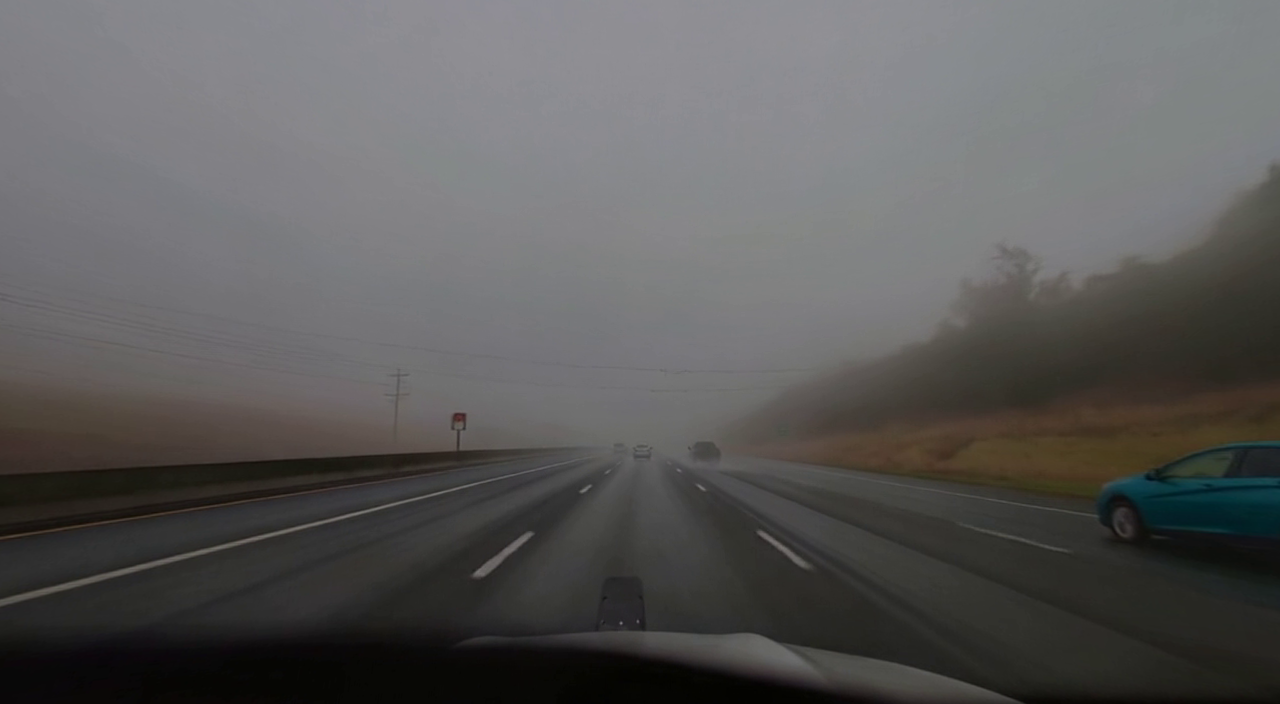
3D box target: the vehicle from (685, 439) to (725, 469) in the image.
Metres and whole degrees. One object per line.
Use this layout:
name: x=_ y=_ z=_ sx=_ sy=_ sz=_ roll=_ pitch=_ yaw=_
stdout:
vehicle: x=4.072 y=6.499 z=40.186 sx=2.159 sy=1.782 sz=4.673 roll=0 pitch=-9 yaw=1

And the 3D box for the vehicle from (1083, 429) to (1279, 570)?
vehicle: x=8.103 y=1.740 z=7.634 sx=1.970 sy=1.545 sz=4.818 roll=0 pitch=-8 yaw=0
